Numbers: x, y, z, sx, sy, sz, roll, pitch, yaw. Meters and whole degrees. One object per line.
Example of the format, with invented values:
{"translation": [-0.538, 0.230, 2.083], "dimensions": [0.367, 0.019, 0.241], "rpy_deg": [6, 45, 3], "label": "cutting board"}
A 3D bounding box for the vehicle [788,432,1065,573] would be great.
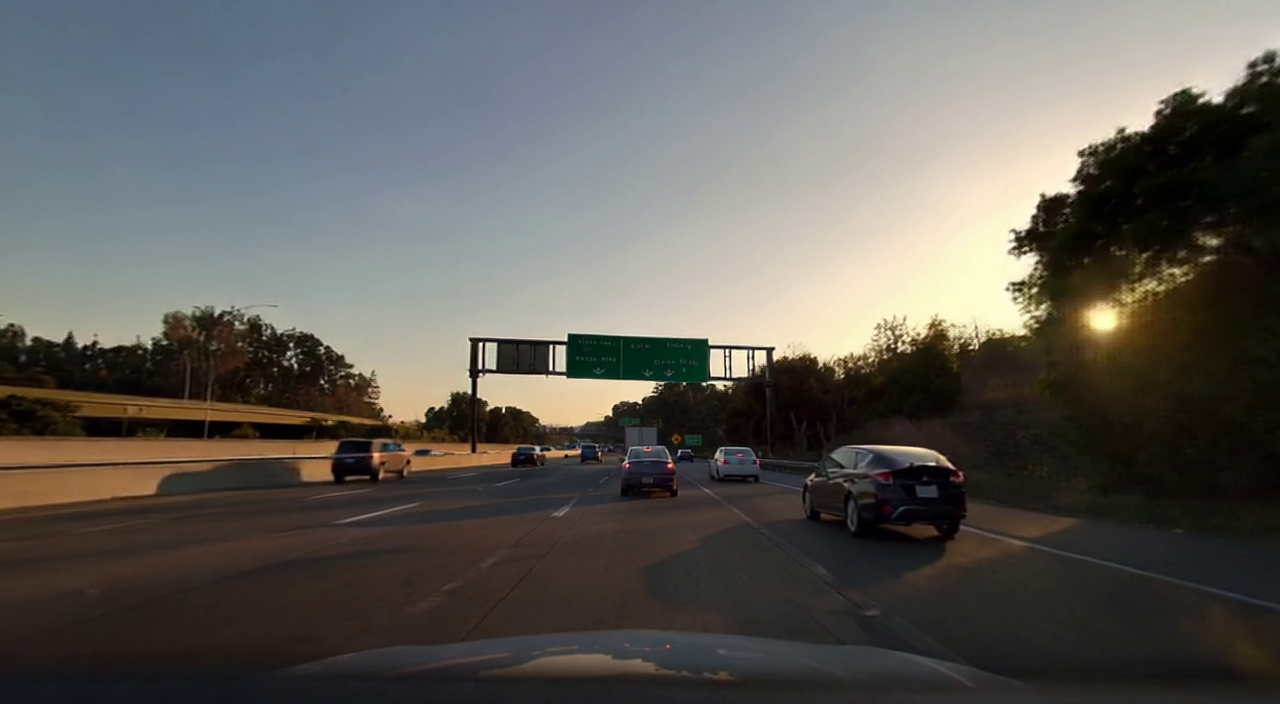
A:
{"translation": [3.611, 1.953, 8.922], "dimensions": [2.044, 1.523, 3.947], "rpy_deg": [0, -9, 0], "label": "vehicle"}

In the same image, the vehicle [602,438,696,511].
{"translation": [0.192, 2.971, 15.715], "dimensions": [2.044, 1.554, 3.824], "rpy_deg": [0, -9, 0], "label": "vehicle"}

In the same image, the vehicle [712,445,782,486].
{"translation": [4.223, 4.562, 25.699], "dimensions": [2.002, 1.499, 4.710], "rpy_deg": [0, -9, -1], "label": "vehicle"}

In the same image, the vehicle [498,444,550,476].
{"translation": [-6.214, 5.821, 34.219], "dimensions": [2.014, 1.587, 4.265], "rpy_deg": [0, -9, 0], "label": "vehicle"}

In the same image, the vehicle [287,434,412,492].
{"translation": [-10.016, 3.857, 22.262], "dimensions": [1.978, 1.821, 4.975], "rpy_deg": [0, -9, 1], "label": "vehicle"}
